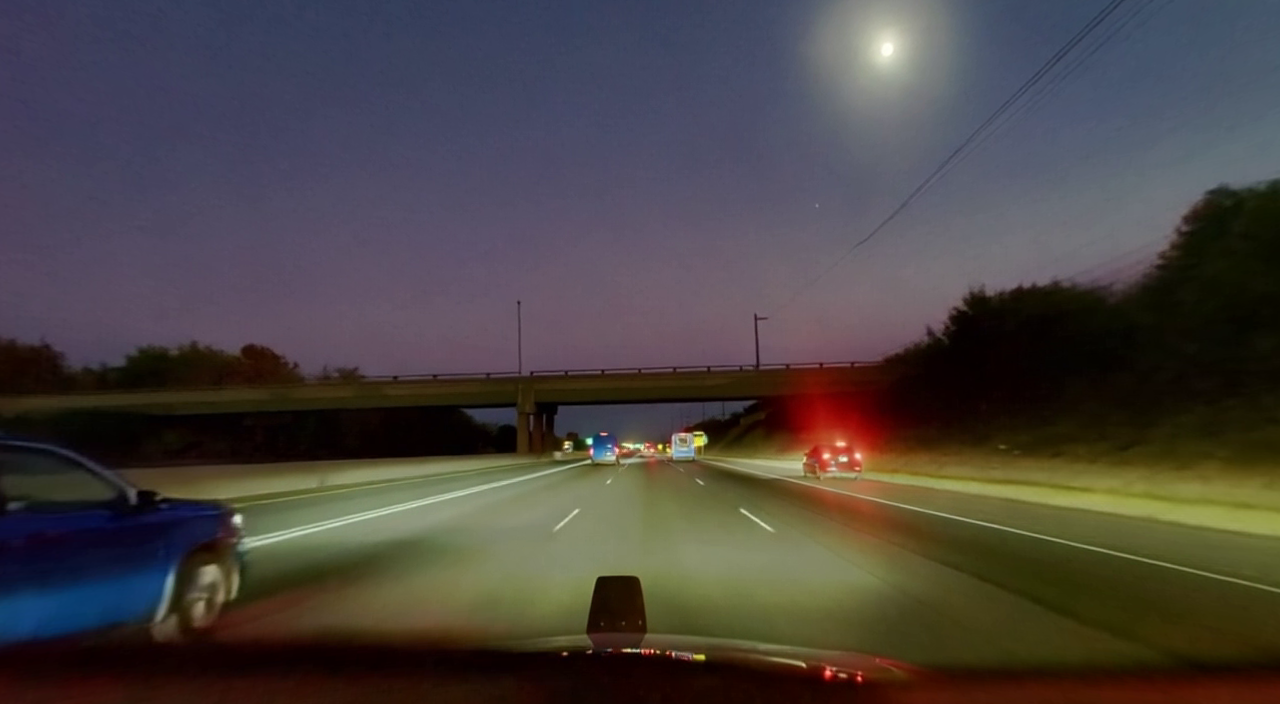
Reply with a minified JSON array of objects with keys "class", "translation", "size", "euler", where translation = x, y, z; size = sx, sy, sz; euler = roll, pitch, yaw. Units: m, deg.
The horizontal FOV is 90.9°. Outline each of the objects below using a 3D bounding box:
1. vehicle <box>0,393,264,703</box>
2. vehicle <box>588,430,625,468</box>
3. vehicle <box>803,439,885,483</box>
[{"class":"vehicle","translation":[-3.166,0.725,1.115],"size":[2.029,1.472,4.721],"euler":[0,-9,1]},{"class":"vehicle","translation":[-2.378,7.152,46.420],"size":[2.451,2.627,5.868],"euler":[0,-9,0]},{"class":"vehicle","translation":[8.360,4.512,26.212],"size":[1.936,1.664,4.198],"euler":[0,-9,-1]}]
